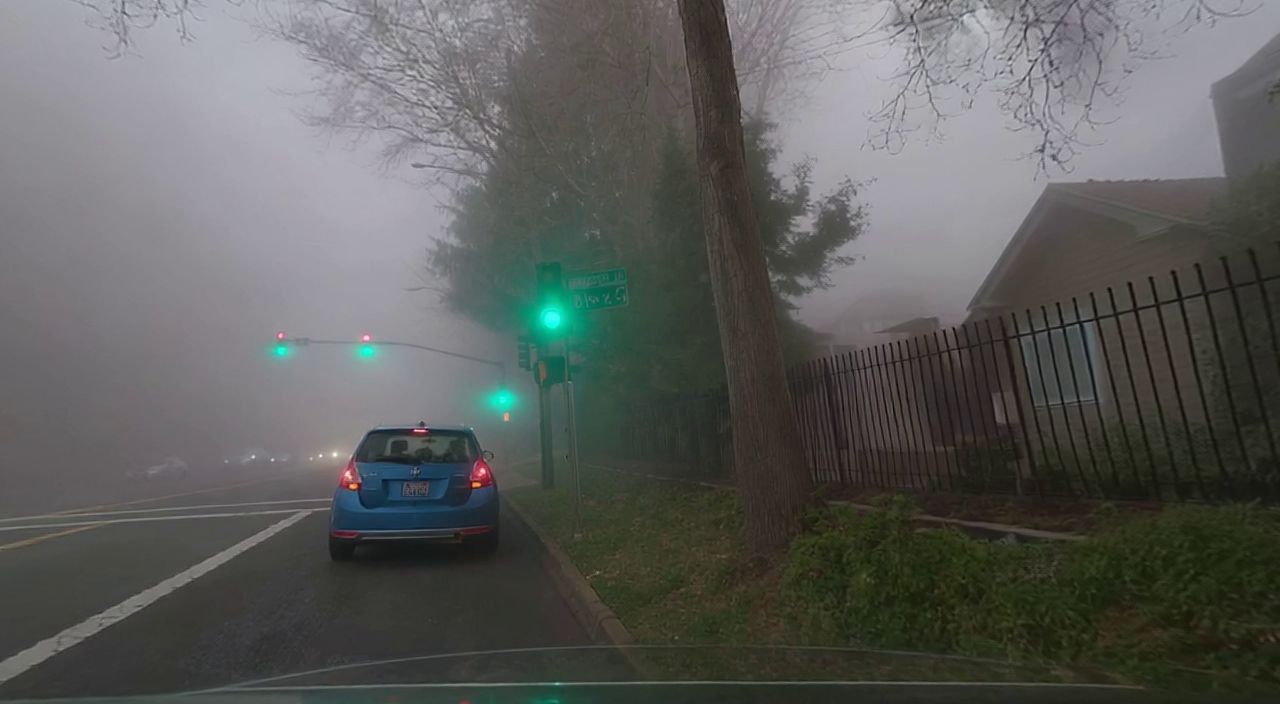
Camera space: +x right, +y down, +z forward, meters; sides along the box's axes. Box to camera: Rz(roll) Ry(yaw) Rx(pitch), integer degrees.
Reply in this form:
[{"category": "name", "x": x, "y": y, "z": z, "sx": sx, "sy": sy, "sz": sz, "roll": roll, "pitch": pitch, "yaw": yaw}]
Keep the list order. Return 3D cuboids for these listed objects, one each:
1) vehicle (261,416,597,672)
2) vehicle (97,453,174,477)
[{"category": "vehicle", "x": -1.834, "y": 1.448, "z": 5.881, "sx": 2.024, "sy": 1.502, "sz": 3.702, "roll": 3, "pitch": -9, "yaw": -18}, {"category": "vehicle", "x": -37.411, "y": 8.393, "z": 46.946, "sx": 3.959, "sy": 1.680, "sz": 1.785, "roll": 2, "pitch": -9, "yaw": -12}]
